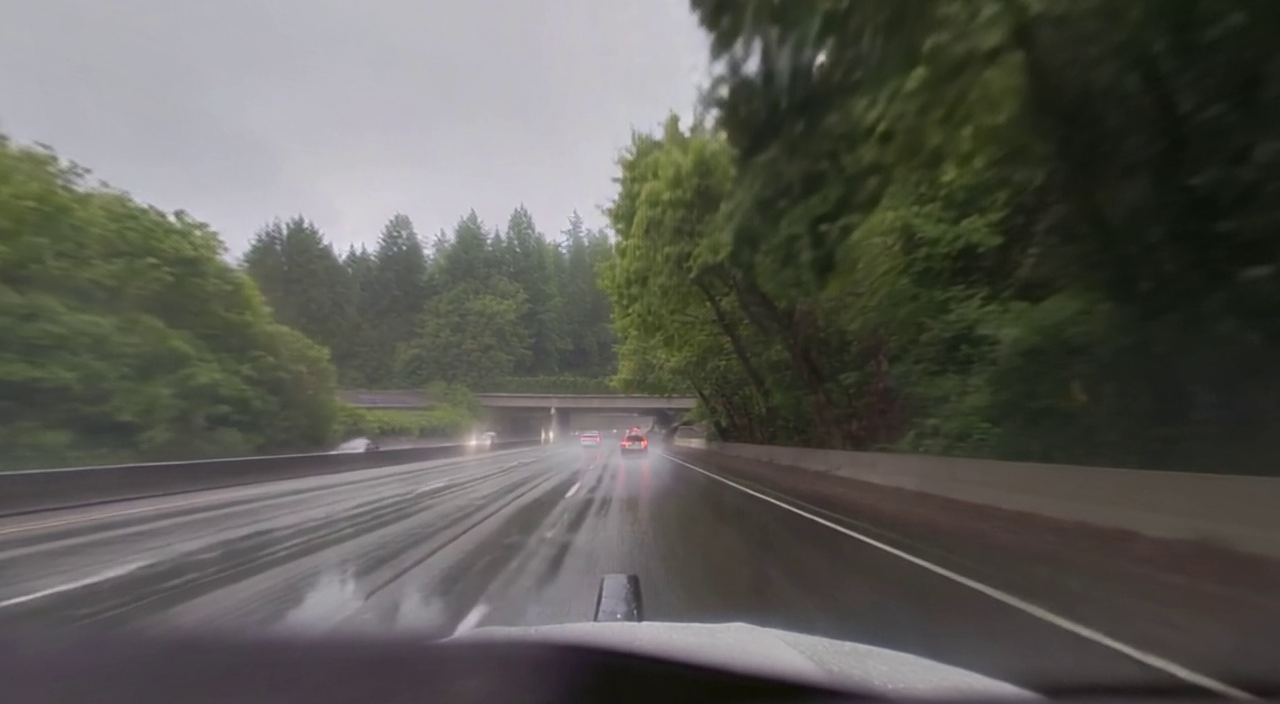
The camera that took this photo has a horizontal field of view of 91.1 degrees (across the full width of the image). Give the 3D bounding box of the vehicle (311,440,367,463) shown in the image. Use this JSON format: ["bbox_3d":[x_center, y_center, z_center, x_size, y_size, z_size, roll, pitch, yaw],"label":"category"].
[{"bbox_3d":[-20.851,6.903,43.737,1.848,1.457,4.428,0,-8,-2],"label":"vehicle"}]
